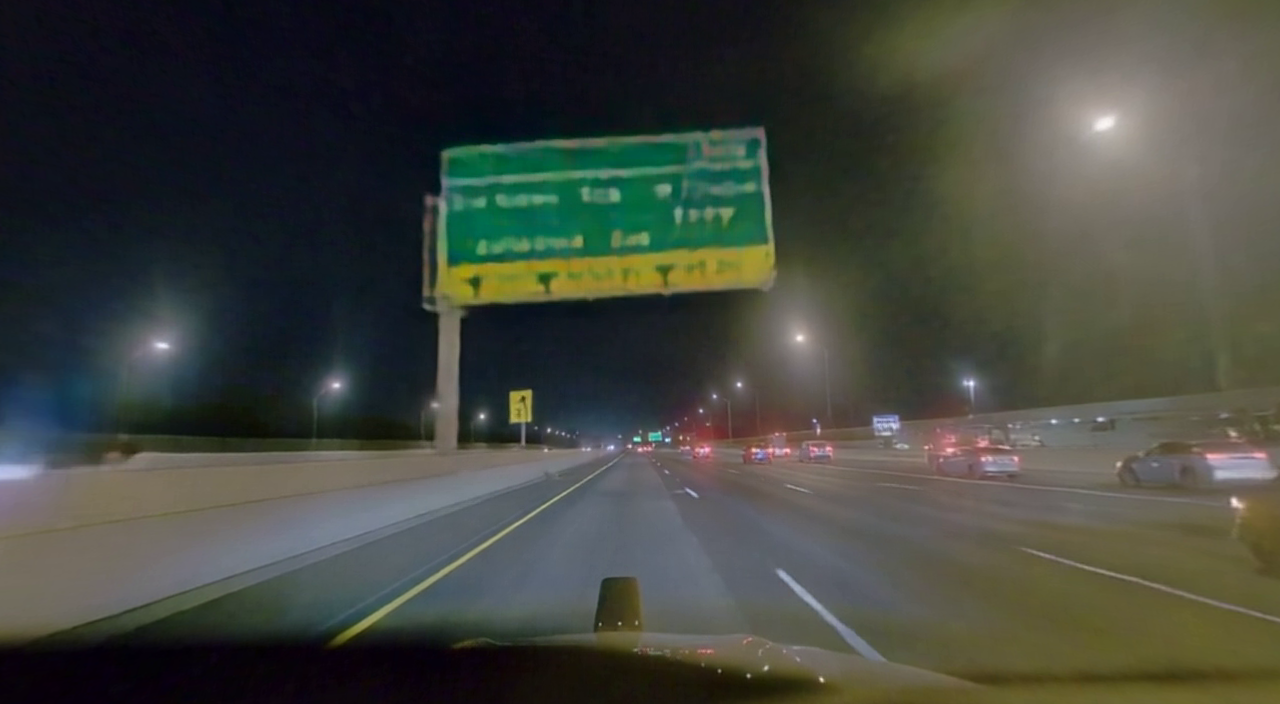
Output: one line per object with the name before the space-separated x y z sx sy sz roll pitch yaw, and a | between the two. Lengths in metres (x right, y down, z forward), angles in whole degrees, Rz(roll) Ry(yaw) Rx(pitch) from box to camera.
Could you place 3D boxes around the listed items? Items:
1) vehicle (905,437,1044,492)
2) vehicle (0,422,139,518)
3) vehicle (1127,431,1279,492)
vehicle | 9.728 3.294 18.792 1.836 1.418 4.132 0 -9 0
vehicle | -12.381 2.196 12.165 1.989 1.694 4.081 1 -8 1
vehicle | 16.700 3.045 17.864 1.936 1.498 4.883 0 -9 0
